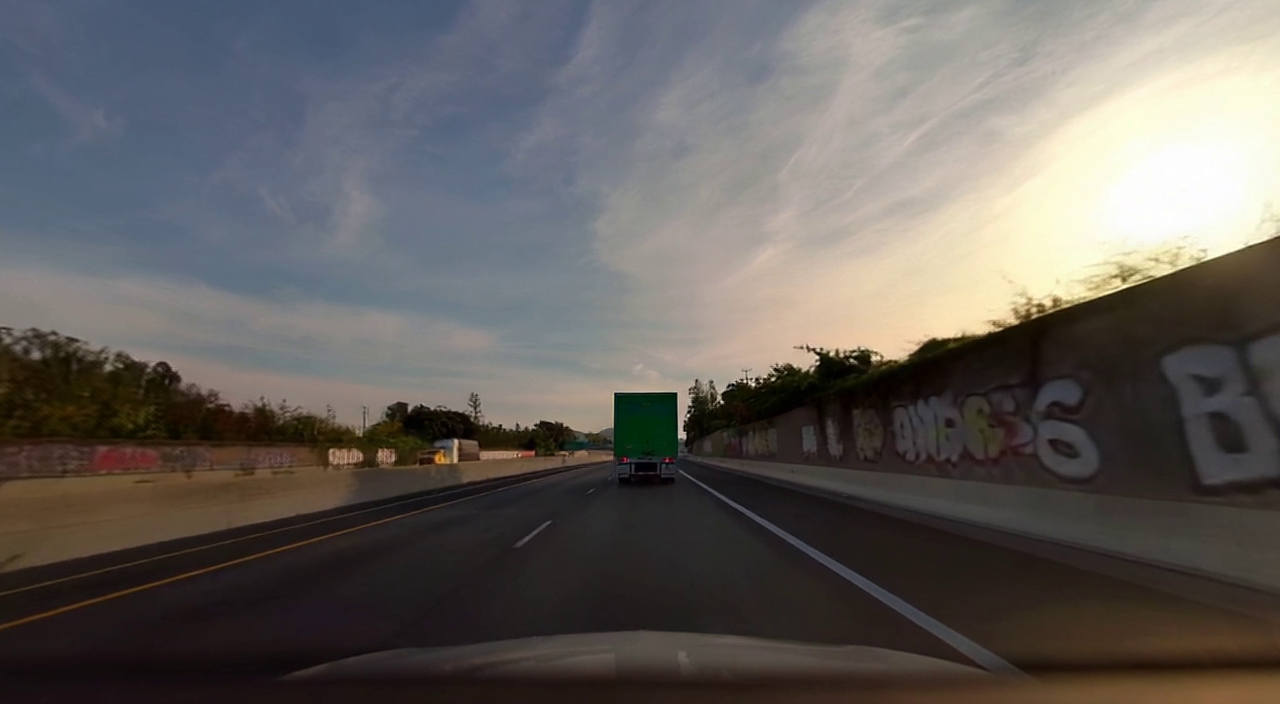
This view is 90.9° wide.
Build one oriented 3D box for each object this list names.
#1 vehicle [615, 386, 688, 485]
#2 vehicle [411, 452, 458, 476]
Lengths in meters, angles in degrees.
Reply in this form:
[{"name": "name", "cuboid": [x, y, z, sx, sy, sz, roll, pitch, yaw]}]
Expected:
[{"name": "vehicle", "cuboid": [0.263, 4.142, 30.355, 2.900, 3.955, 10.151, 0, -9, -2]}, {"name": "vehicle", "cuboid": [-15.848, 8.648, 48.848, 2.153, 1.701, 4.394, 0, -9, 0]}]
